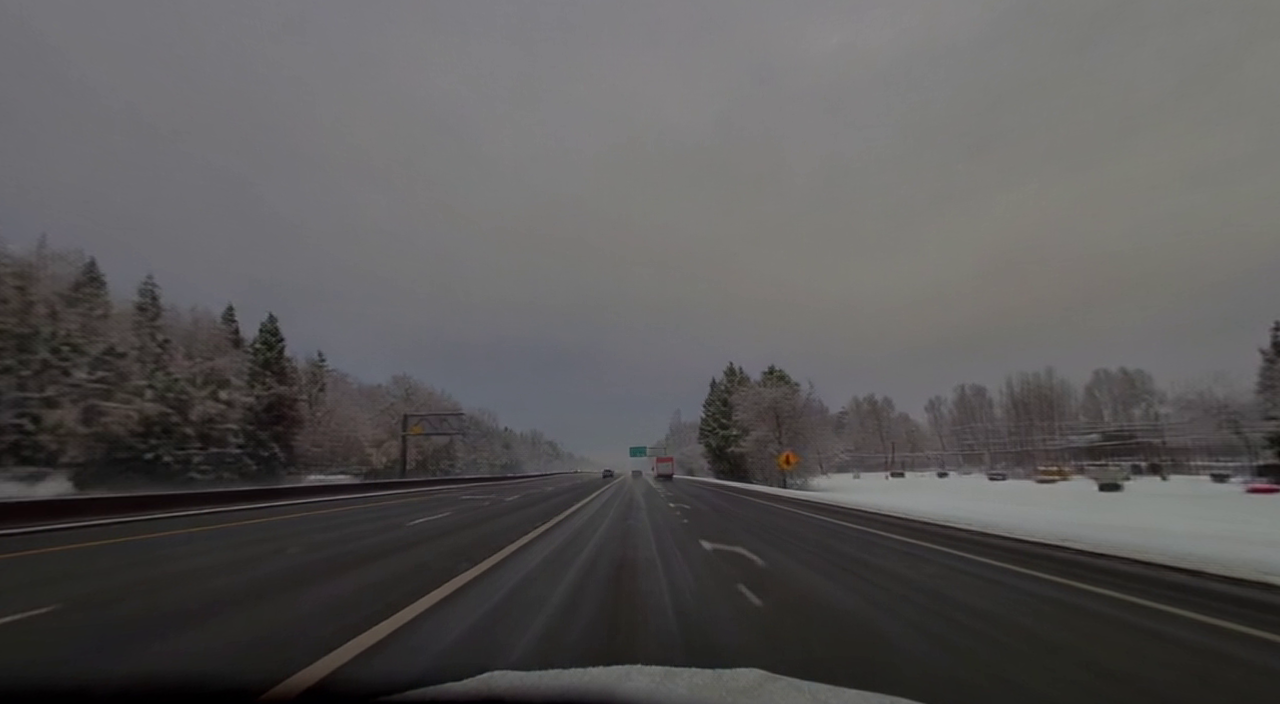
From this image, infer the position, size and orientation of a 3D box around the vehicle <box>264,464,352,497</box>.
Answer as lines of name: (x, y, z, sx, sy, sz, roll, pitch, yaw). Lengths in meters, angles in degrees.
vehicle: (-16.107, 6.252, 30.846, 1.866, 1.444, 4.404, 0, -11, 0)
